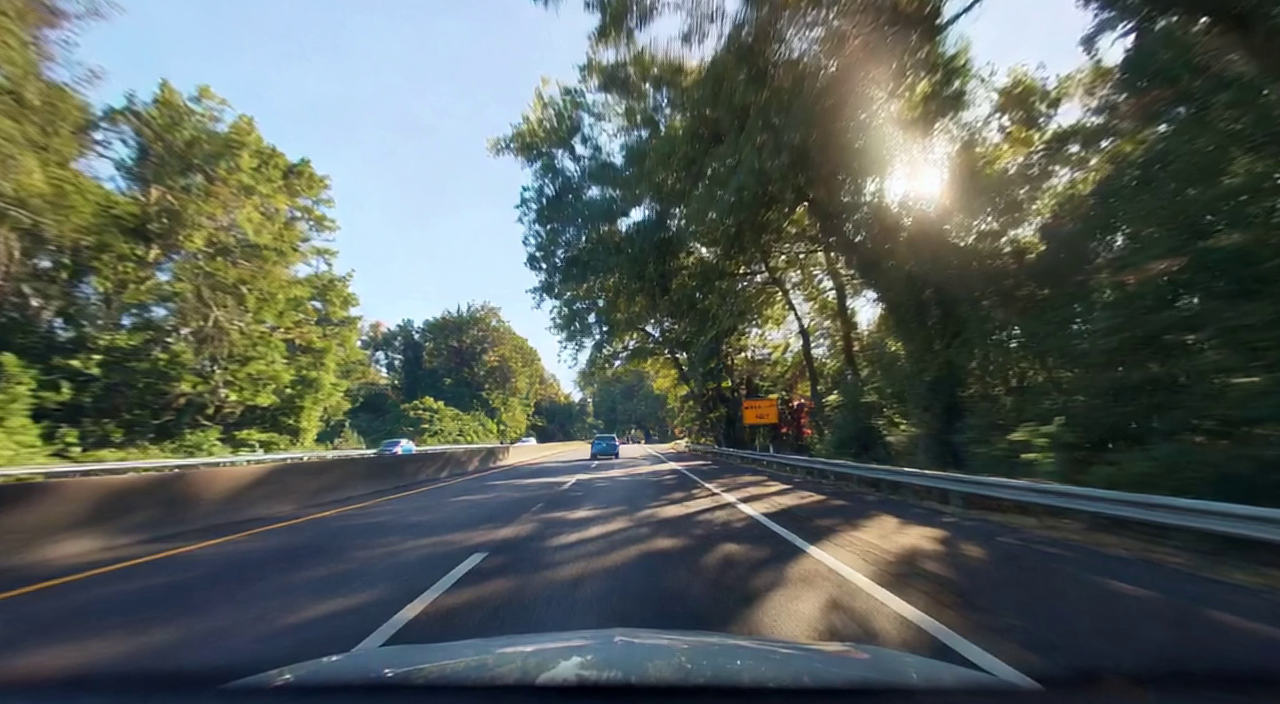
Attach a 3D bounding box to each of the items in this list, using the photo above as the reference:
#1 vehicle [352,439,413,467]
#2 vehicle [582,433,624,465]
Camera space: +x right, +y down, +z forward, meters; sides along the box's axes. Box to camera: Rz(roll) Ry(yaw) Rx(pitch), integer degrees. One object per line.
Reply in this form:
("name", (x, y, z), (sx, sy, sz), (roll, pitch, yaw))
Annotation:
("vehicle", (-16.255, 6.358, 40.081), (2.047, 1.671, 4.414), (0, -8, -1))
("vehicle", (-2.019, 5.420, 35.496), (2.094, 1.653, 4.283), (0, -8, 1))
